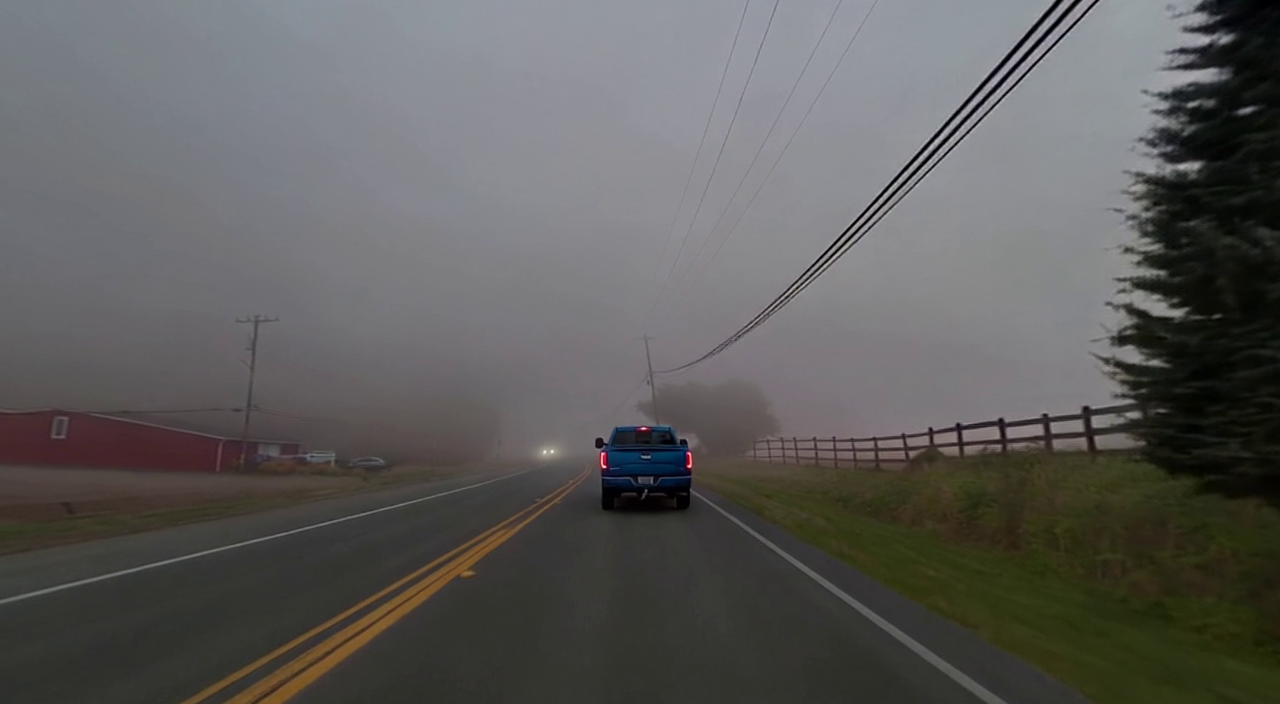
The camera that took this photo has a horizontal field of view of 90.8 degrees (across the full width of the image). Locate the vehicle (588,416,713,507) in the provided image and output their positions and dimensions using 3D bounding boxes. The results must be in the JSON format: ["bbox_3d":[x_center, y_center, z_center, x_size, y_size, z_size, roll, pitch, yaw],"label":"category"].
[{"bbox_3d":[0.130,2.843,16.909,2.693,1.941,6.356,0,-9,-2],"label":"vehicle"}]
